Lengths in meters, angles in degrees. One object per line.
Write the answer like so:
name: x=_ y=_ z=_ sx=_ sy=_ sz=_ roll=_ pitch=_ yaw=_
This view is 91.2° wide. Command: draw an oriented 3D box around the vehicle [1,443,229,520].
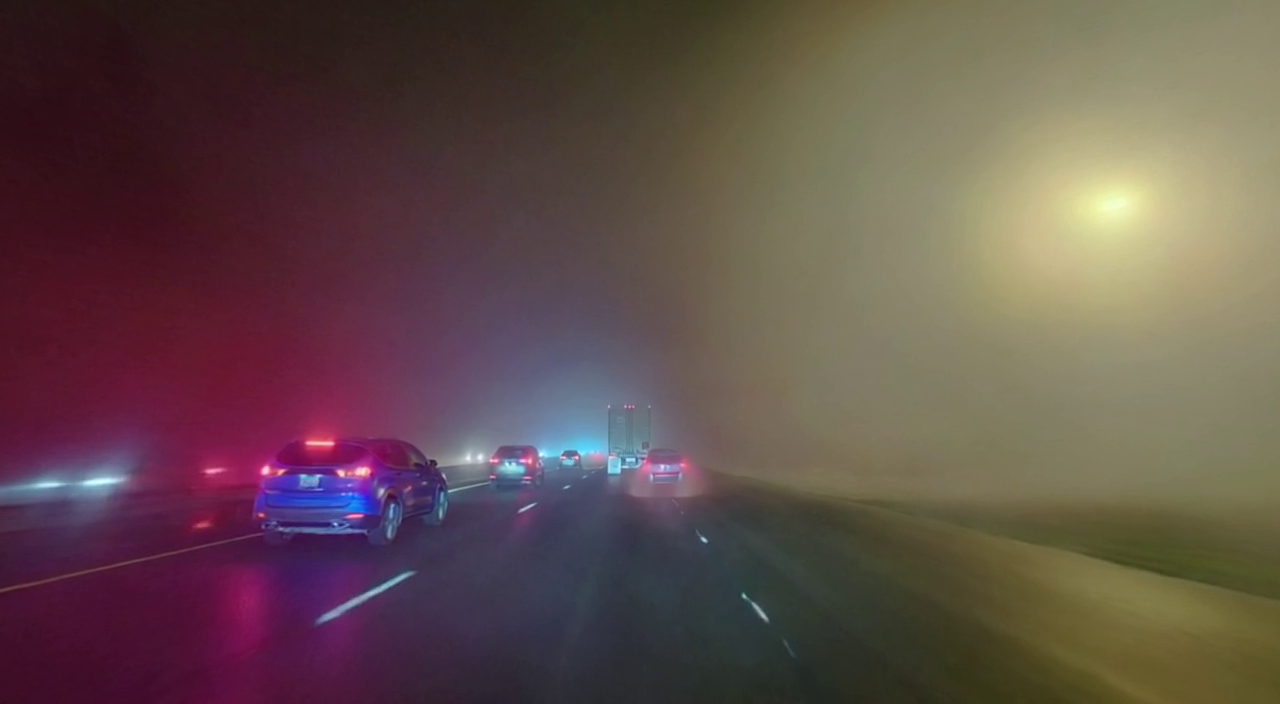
vehicle: x=-13.443 y=3.304 z=16.548 sx=2.191 sy=1.706 sz=4.471 roll=0 pitch=-9 yaw=-1

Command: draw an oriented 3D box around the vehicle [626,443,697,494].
vehicle: x=0.589 y=3.779 z=20.657 sx=2.026 sy=1.489 sz=4.045 roll=0 pitch=-9 yaw=-2

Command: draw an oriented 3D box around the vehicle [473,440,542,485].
vehicle: x=-5.333 y=4.509 z=25.748 sx=2.035 sy=1.664 sz=4.064 roll=0 pitch=-9 yaw=-1

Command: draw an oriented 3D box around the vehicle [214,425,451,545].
vehicle: x=-4.994 y=2.204 z=11.009 sx=2.100 sy=1.671 sz=4.105 roll=0 pitch=-9 yaw=-1

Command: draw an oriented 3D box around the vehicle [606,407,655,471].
vehicle: x=-0.864 y=6.343 z=45.246 sx=3.113 sy=4.066 sz=10.786 roll=0 pitch=-9 yaw=-3
